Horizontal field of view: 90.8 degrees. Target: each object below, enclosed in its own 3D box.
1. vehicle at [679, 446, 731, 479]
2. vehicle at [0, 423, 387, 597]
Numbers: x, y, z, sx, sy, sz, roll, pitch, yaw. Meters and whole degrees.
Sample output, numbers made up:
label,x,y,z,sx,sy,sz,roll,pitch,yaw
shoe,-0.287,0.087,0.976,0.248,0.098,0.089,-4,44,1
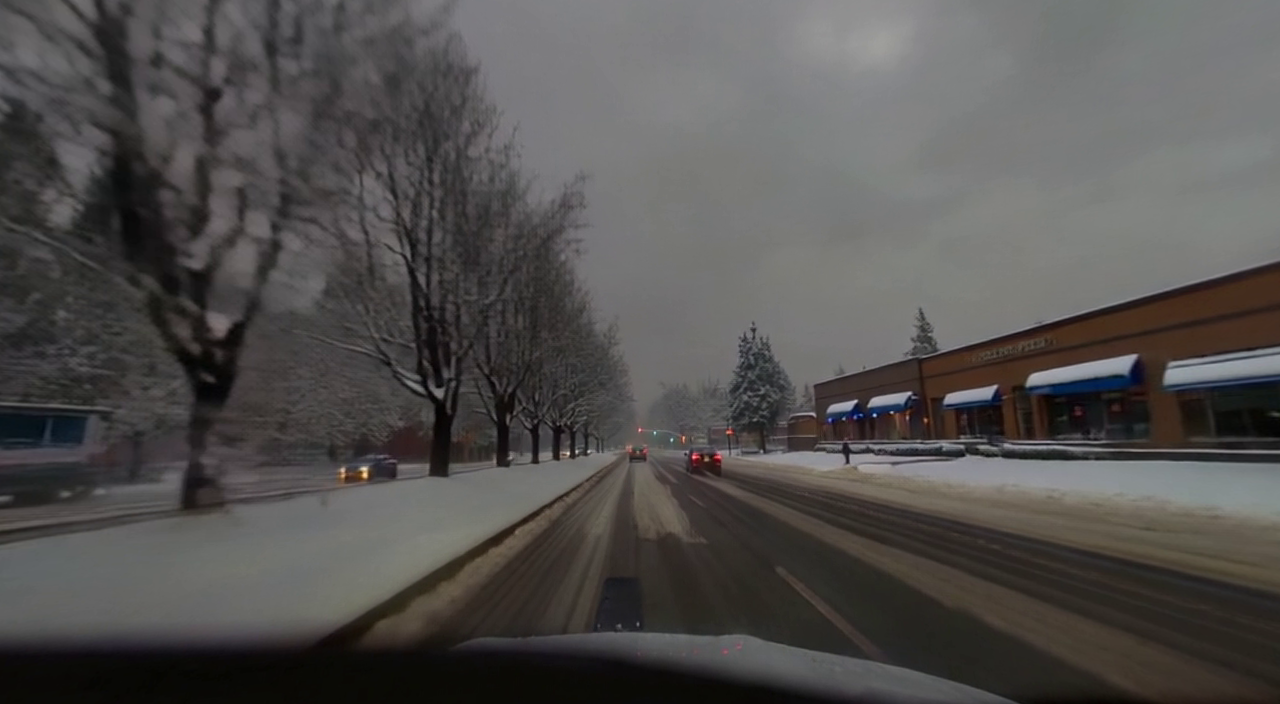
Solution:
label,x,y,z,sx,sy,sz,roll,pitch,yaw
vehicle,3.115,5.391,31.084,1.983,1.482,4.463,0,-9,-2
vehicle,-5.201,1.831,8.204,2.100,1.639,4.268,0,-9,-1
